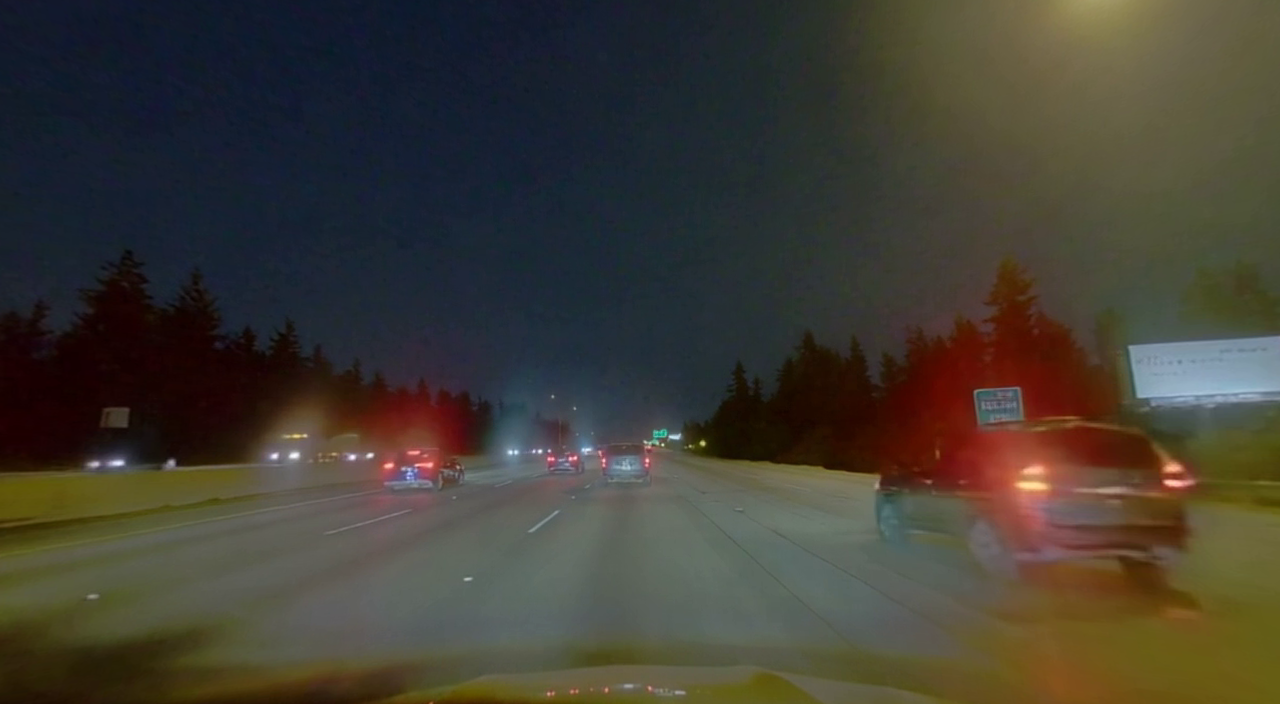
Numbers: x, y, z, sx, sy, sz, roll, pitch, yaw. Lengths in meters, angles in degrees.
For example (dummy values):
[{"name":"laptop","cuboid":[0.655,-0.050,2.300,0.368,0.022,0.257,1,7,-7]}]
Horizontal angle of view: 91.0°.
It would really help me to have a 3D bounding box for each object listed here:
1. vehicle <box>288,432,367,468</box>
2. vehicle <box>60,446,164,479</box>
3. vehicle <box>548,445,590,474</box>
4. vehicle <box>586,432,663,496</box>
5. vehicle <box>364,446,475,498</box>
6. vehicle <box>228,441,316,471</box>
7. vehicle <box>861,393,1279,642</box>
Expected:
[{"name":"vehicle","cuboid":[-22.832,7.222,46.379,2.547,2.468,6.237,0,-9,0]},{"name":"vehicle","cuboid":[-26.650,5.574,31.988,1.795,1.541,4.027,0,-9,-1]},{"name":"vehicle","cuboid":[-3.896,5.976,35.316,1.889,1.522,4.465,0,-9,-1]},{"name":"vehicle","cuboid":[-0.437,3.472,19.895,2.127,1.749,4.776,0,-9,0]},{"name":"vehicle","cuboid":[-7.036,3.851,20.711,1.892,1.468,4.792,0,-9,0]},{"name":"vehicle","cuboid":[-22.970,6.508,39.595,2.220,1.730,5.503,0,-9,0]},{"name":"vehicle","cuboid":[4.147,1.476,6.649,1.925,1.716,4.378,0,-9,-1]}]
